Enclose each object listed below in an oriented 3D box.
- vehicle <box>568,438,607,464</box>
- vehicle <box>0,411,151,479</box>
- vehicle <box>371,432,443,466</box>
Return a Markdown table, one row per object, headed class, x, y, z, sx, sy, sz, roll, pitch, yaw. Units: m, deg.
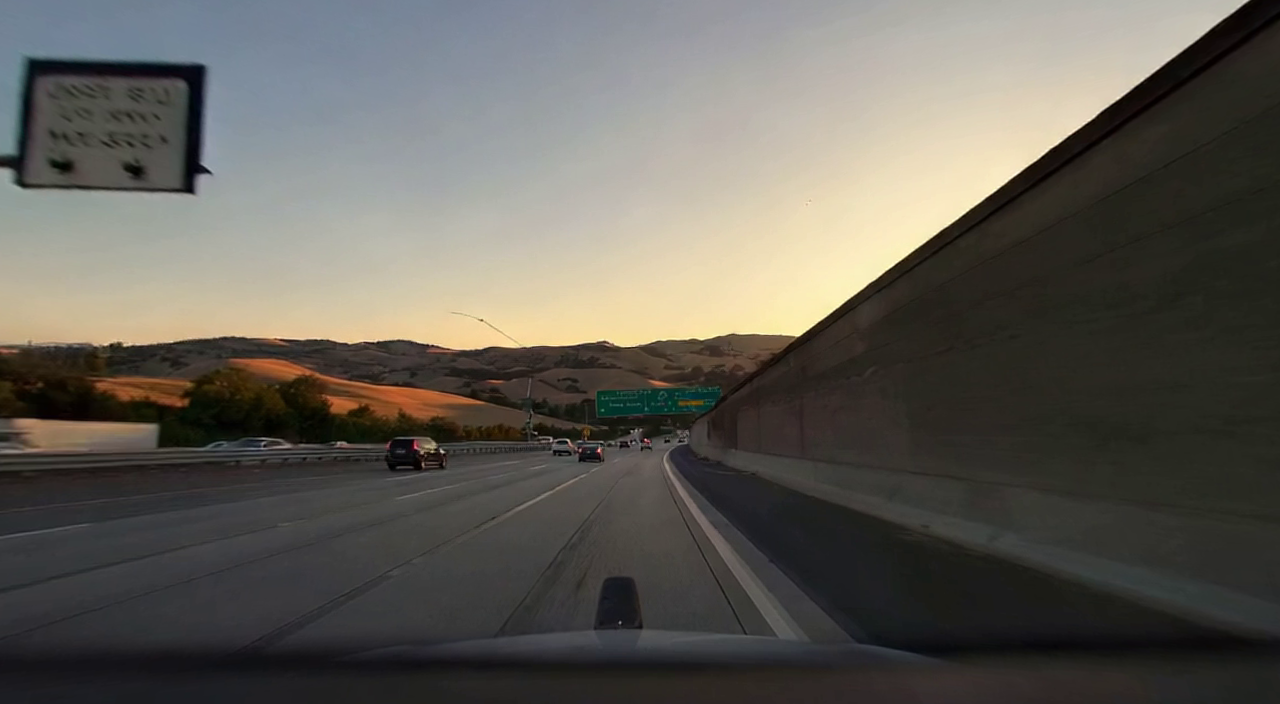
| class | x | y | z | sx | sy | sz | roll | pitch | yaw |
| --- | --- | --- | --- | --- | --- | --- | --- | --- | --- |
| vehicle | -3.233 | 6.158 | 39.417 | 1.931 | 1.492 | 4.076 | 0 | -8 | 2 |
| vehicle | -29.571 | 4.512 | 30.662 | 3.067 | 2.979 | 10.426 | 0 | -8 | 2 |
| vehicle | -13.145 | 5.520 | 35.926 | 2.076 | 1.766 | 4.831 | 0 | -8 | 2 |
